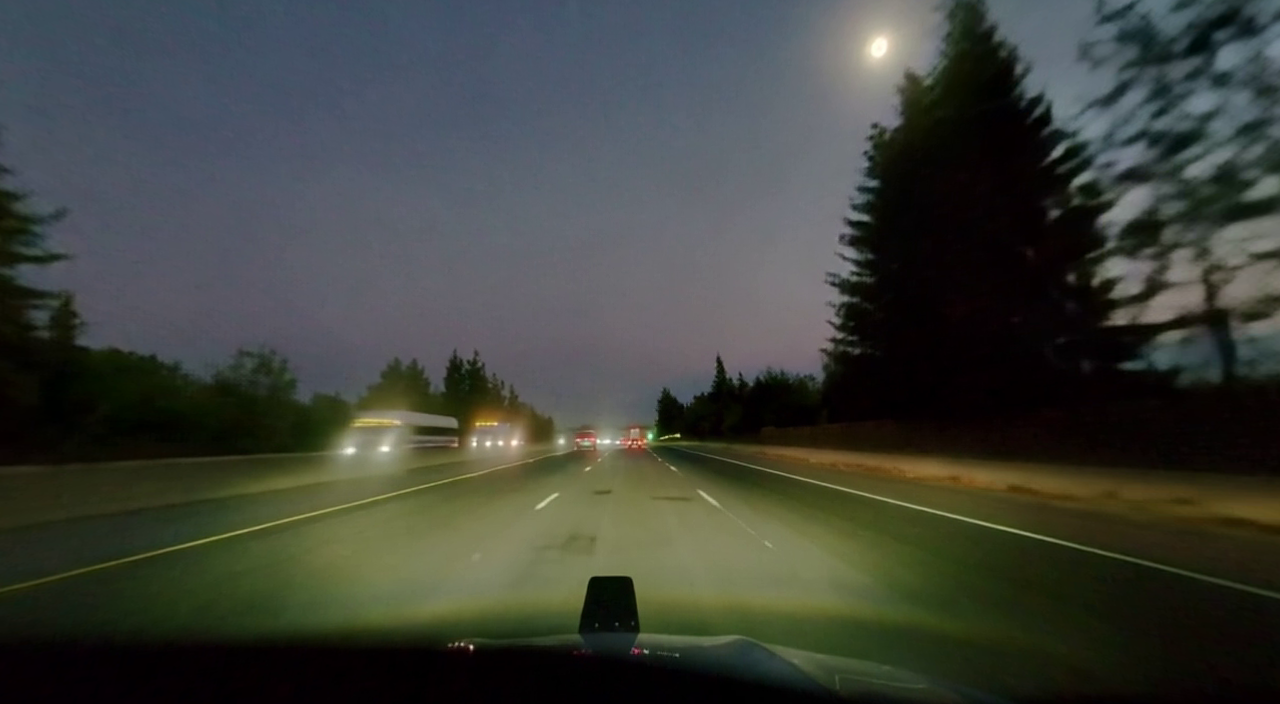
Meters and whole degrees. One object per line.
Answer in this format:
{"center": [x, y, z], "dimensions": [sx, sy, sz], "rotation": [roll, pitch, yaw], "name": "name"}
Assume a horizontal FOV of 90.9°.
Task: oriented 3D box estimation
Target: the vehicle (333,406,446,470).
{"center": [-12.731, 4.483, 32.863], "dimensions": [2.811, 2.963, 7.409], "rotation": [0, -8, 0], "name": "vehicle"}
